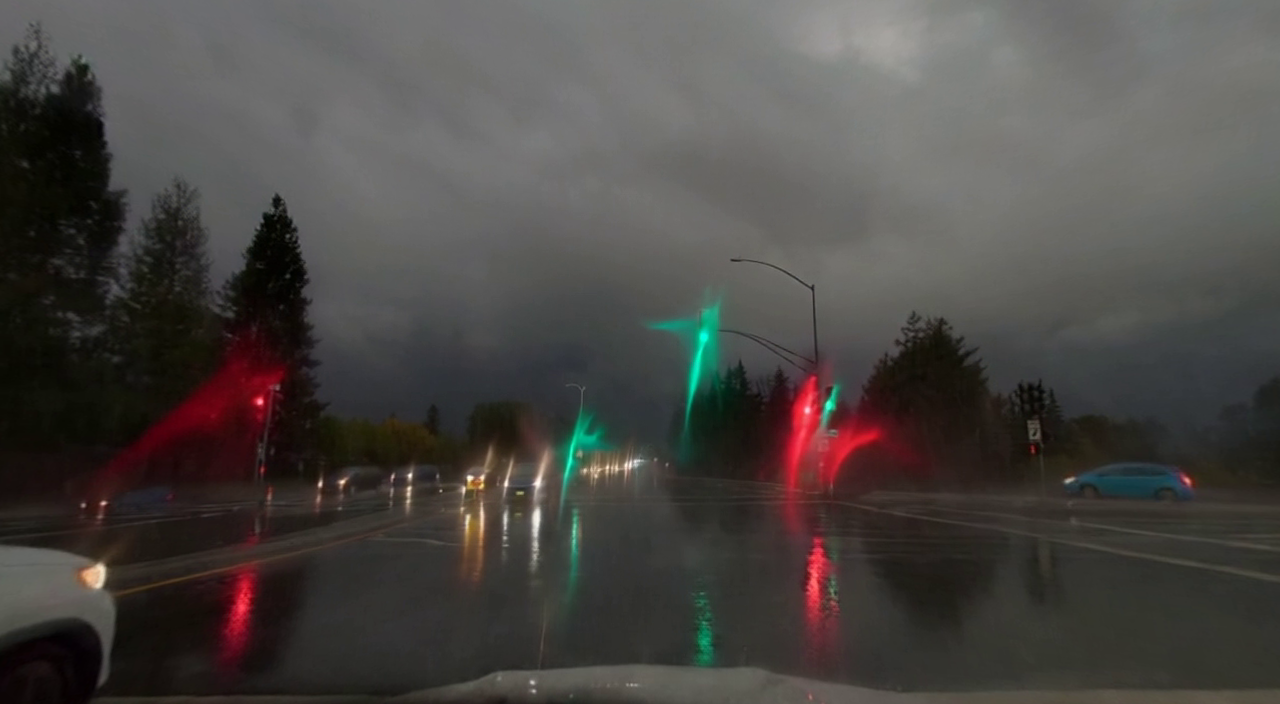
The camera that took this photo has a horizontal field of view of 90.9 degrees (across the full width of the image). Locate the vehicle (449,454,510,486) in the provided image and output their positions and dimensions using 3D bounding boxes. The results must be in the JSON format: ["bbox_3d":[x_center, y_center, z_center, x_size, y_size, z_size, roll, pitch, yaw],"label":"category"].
[{"bbox_3d":[-8.049,5.973,32.092,1.960,1.433,4.213,0,-8,1],"label":"vehicle"}]

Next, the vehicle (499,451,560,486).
[{"bbox_3d":[-5.172,5.532,30.254,2.107,1.456,4.728,0,-8,0],"label":"vehicle"}]

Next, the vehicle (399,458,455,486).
[{"bbox_3d":[-16.334,9.218,48.530,2.111,1.925,4.507,-2,-9,10],"label":"vehicle"}]

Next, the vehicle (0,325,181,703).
[{"bbox_3d":[-3.475,0.579,0.846,2.242,1.761,4.505,0,-8,1],"label":"vehicle"}]

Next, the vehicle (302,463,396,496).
[{"bbox_3d":[-18.340,8.023,40.018,2.050,1.755,5.135,-5,-10,28],"label":"vehicle"}]

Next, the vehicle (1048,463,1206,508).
[{"bbox_3d":[19.865,5.442,25.954,4.571,1.621,2.113,-2,-9,13],"label":"vehicle"}]
